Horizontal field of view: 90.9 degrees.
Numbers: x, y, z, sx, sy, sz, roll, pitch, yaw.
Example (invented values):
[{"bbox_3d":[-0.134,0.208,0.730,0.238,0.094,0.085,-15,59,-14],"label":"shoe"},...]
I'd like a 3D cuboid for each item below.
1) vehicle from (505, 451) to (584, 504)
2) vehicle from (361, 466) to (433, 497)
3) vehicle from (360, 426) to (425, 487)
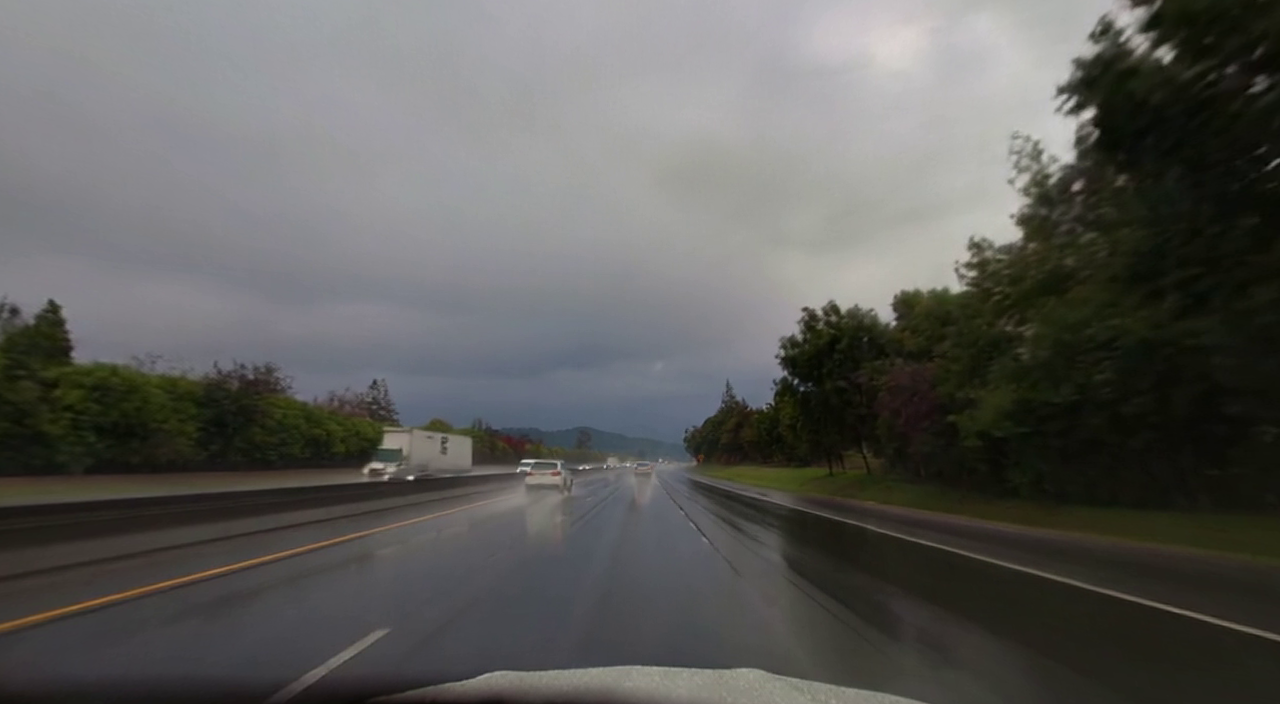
[{"bbox_3d":[-3.585,4.892,24.770,2.233,1.791,4.981,1,-10,1],"label":"vehicle"},{"bbox_3d":[-12.537,6.712,32.849,1.857,1.441,4.499,1,-10,2],"label":"vehicle"},{"bbox_3d":[-17.146,7.273,43.845,3.185,4.070,2.550,1,-10,1],"label":"vehicle"}]
